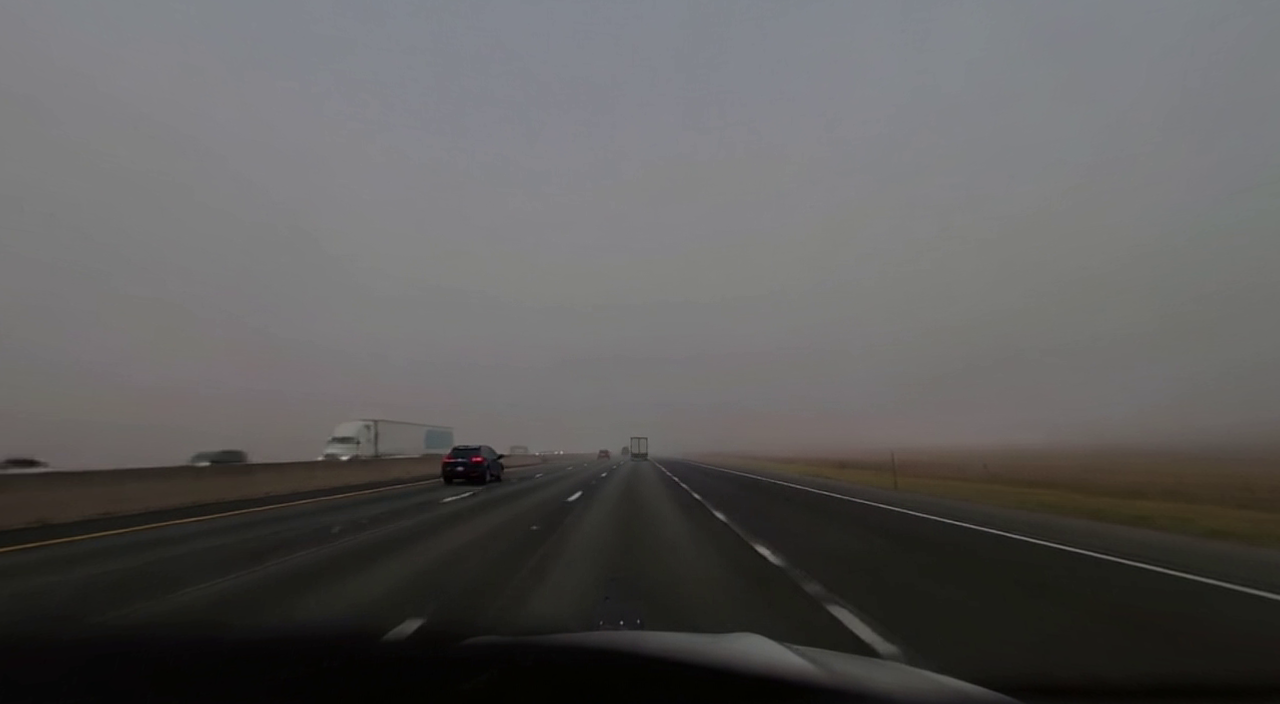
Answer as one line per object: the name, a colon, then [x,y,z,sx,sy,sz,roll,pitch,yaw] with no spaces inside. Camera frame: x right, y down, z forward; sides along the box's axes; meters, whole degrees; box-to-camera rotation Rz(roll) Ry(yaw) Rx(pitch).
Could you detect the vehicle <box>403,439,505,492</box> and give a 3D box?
vehicle: [-6.571,4.092,22.979,2.234,1.698,4.634,0,-9,1]
